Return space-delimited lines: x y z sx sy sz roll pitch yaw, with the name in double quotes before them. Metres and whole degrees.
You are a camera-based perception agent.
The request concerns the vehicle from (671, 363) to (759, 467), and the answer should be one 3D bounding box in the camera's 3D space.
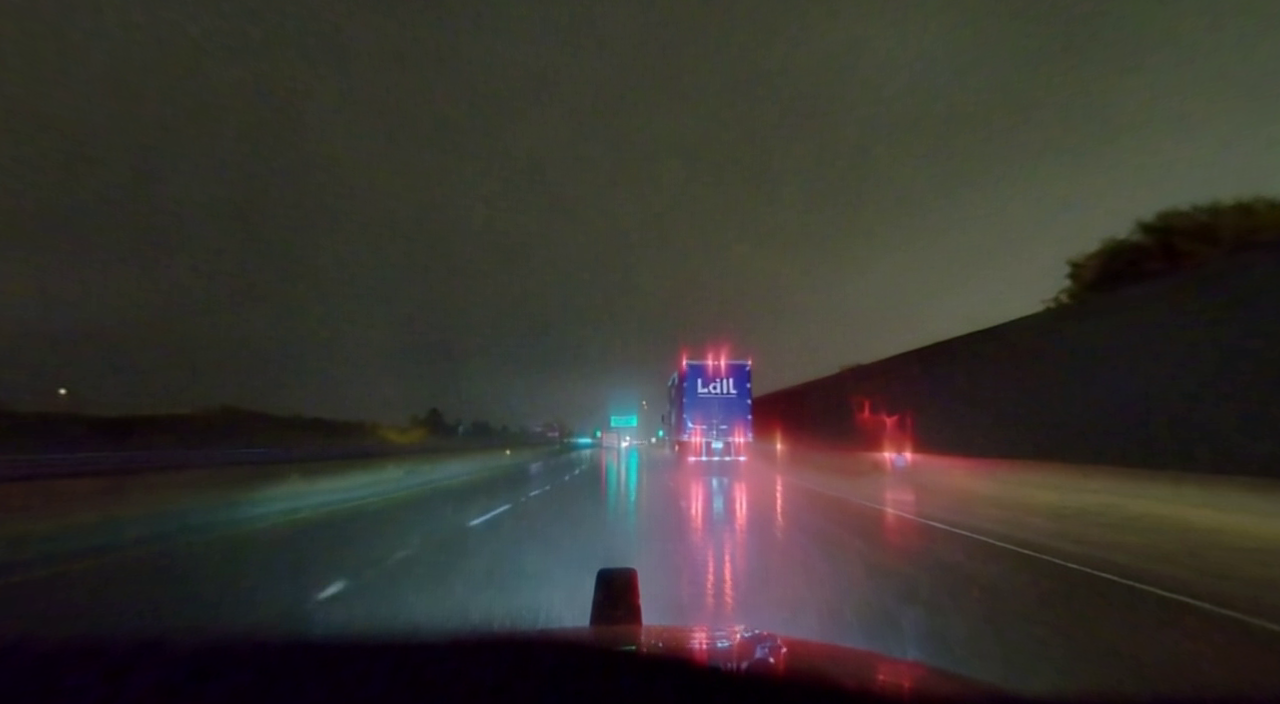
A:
"vehicle" 3.380 3.550 32.877 3.034 4.194 14.704 0 -8 1
